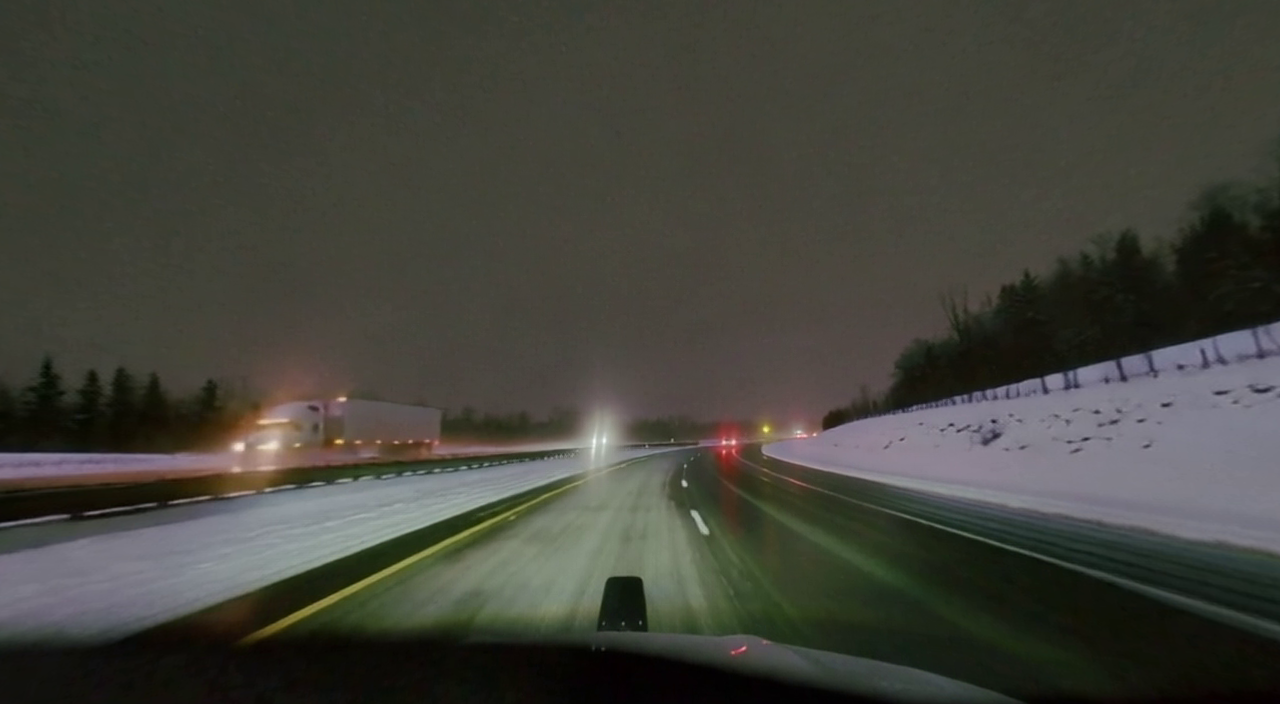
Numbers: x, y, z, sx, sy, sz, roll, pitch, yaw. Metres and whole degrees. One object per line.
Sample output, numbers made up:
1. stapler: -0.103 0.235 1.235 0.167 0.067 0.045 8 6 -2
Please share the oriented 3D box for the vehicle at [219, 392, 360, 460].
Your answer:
1. vehicle: -22.038 4.904 40.573 3.027 3.888 9.085 -1 -9 6
